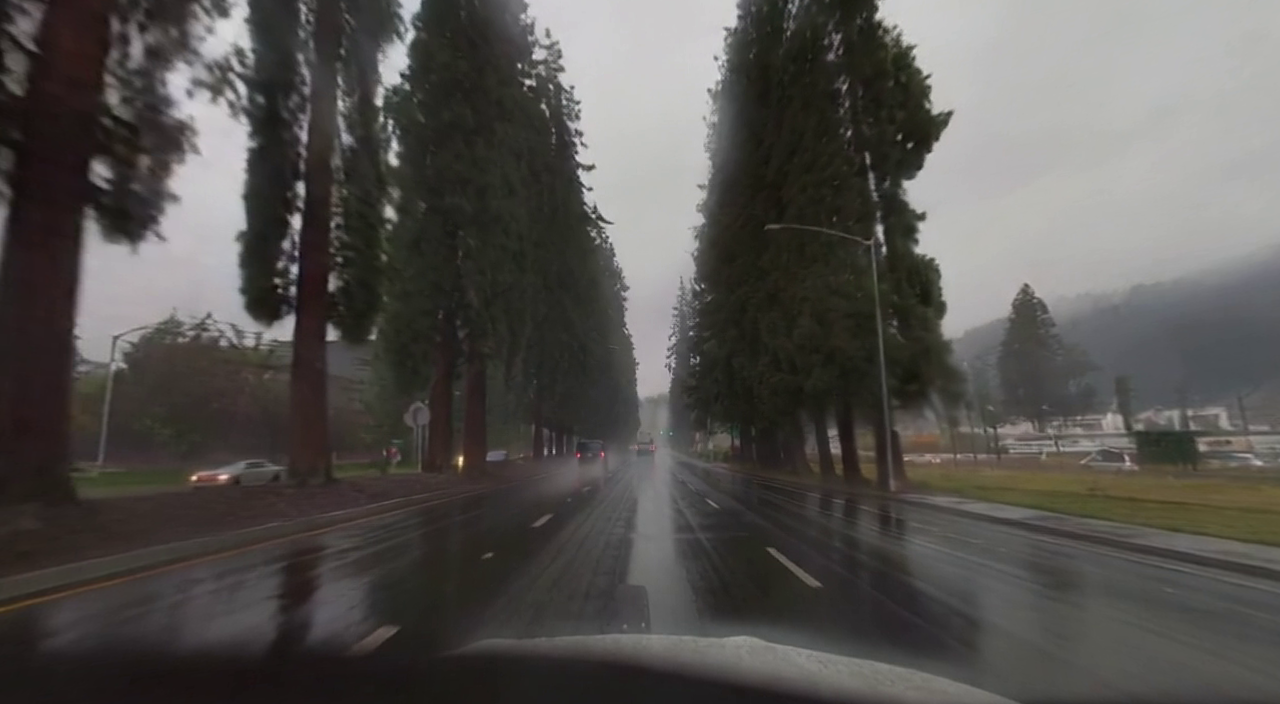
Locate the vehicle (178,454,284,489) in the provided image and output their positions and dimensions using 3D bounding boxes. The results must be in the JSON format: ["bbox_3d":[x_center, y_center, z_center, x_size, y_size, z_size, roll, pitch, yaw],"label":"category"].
[{"bbox_3d":[-19.441,5.683,30.260,1.874,1.470,4.679,0,-9,1],"label":"vehicle"}]

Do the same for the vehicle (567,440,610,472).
[{"bbox_3d":[-3.230,6.731,40.885,2.255,1.940,4.822,0,-8,2],"label":"vehicle"}]
